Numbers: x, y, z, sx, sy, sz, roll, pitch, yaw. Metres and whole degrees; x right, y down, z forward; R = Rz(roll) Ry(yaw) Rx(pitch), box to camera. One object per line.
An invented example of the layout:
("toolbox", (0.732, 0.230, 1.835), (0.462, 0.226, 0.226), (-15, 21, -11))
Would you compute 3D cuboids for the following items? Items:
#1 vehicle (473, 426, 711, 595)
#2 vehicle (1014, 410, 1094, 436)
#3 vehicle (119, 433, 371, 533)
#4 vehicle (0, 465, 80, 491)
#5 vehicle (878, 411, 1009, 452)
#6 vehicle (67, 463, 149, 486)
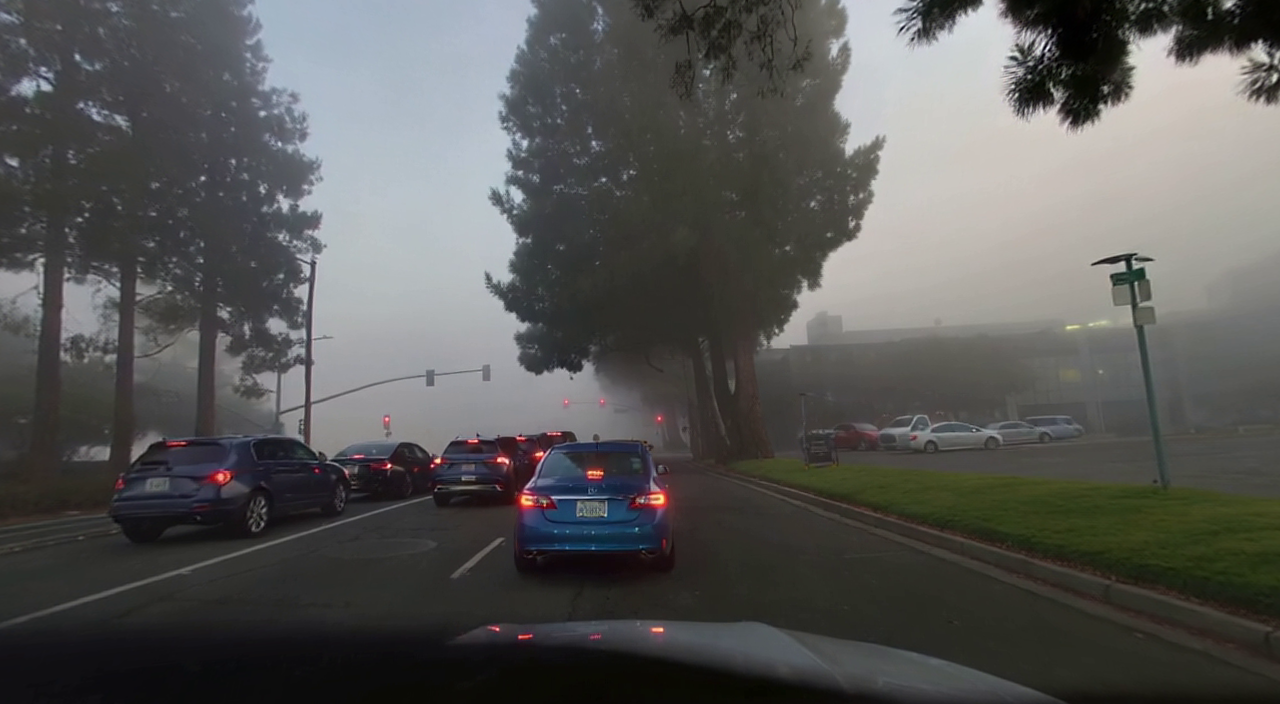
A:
("vehicle", (-0.415, 1.708, 7.633), (2.104, 1.472, 3.946), (0, -9, 0))
("vehicle", (30.301, 5.255, 46.420), (4.627, 1.671, 1.929), (-5, -10, 29))
("vehicle", (-7.275, 2.433, 12.344), (2.096, 1.593, 4.288), (0, -9, 0))
("vehicle", (-36.616, 7.553, 37.954), (4.093, 1.440, 1.804), (0, -9, -2))
("vehicle", (13.931, 3.700, 29.221), (4.975, 1.809, 1.956), (0, -9, 1))
("vehicle", (-36.418, 8.393, 43.290), (3.918, 1.423, 1.861), (-1, -9, 2))
